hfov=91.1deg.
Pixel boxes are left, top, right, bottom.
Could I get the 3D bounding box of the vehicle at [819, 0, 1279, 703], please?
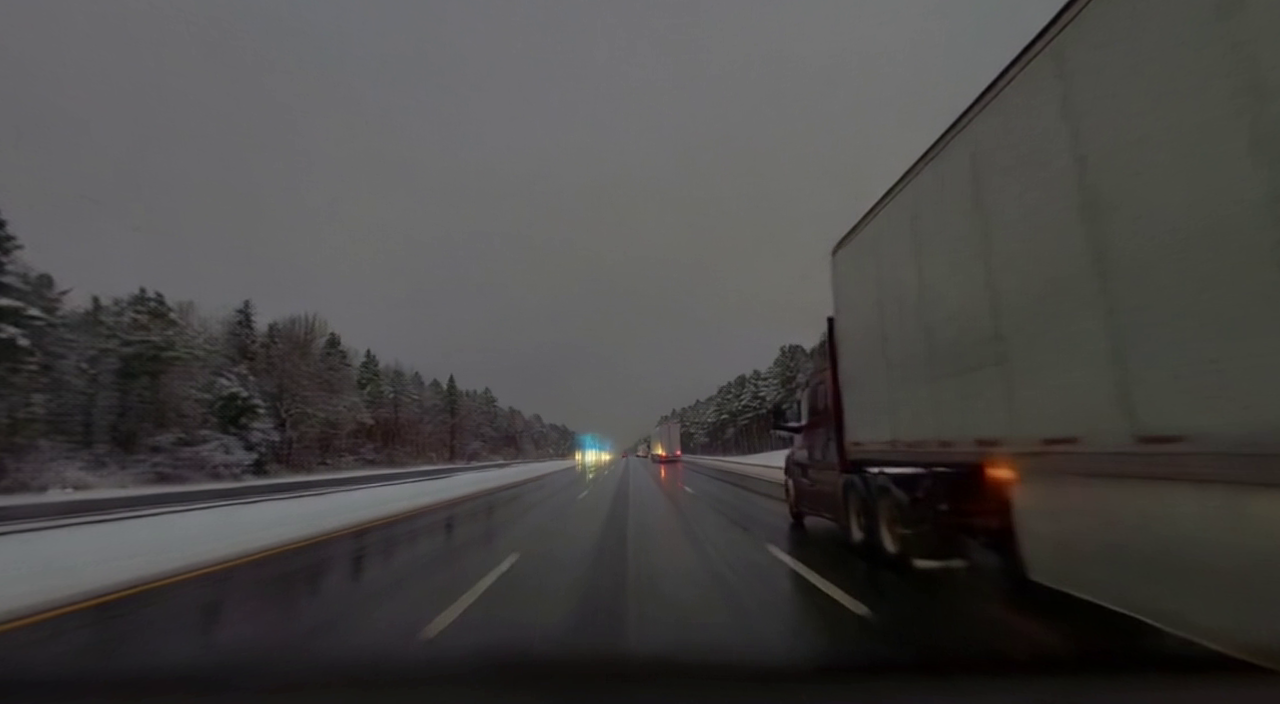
[{"bbox_3d":[4.083,-0.400,2.008,3.037,3.999,13.133,0,-9,0],"label":"vehicle"}]
